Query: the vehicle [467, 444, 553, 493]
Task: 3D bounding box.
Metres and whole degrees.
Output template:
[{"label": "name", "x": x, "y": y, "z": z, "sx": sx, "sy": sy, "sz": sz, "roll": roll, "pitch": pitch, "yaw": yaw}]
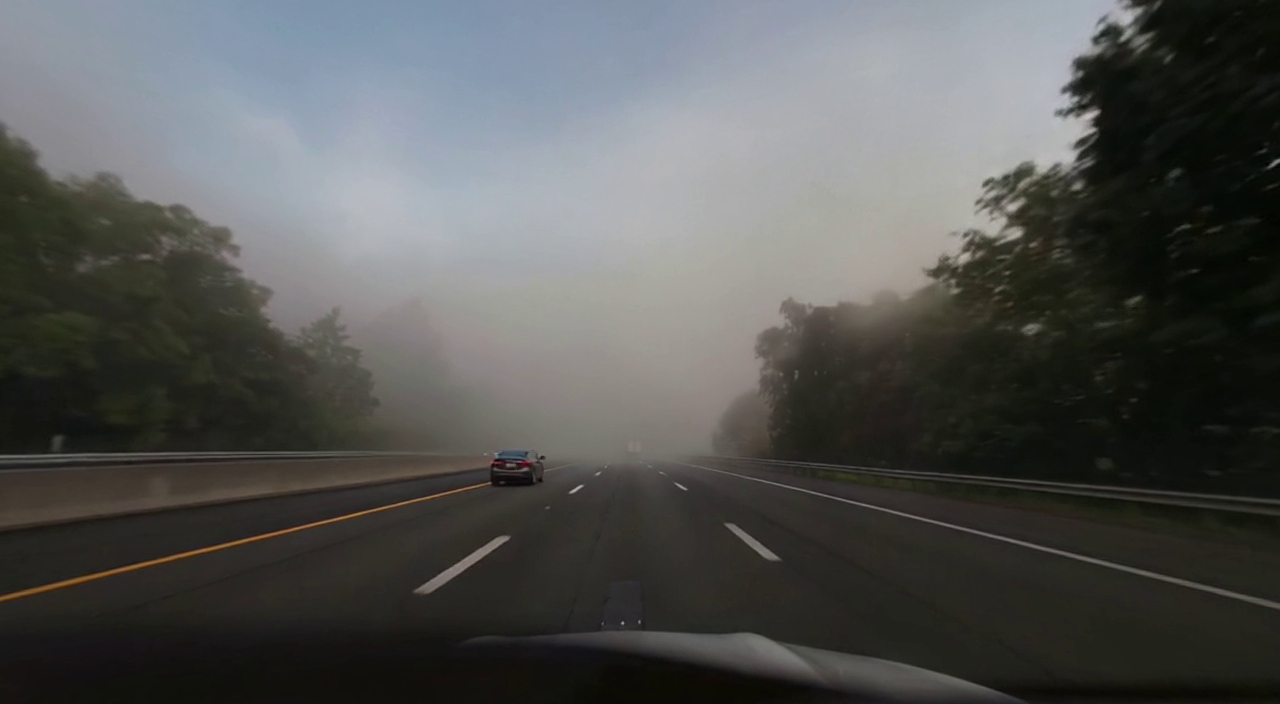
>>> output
[{"label": "vehicle", "x": -4.340, "y": 3.964, "z": 21.814, "sx": 2.022, "sy": 1.513, "sz": 4.613, "roll": 0, "pitch": -9, "yaw": 0}]
